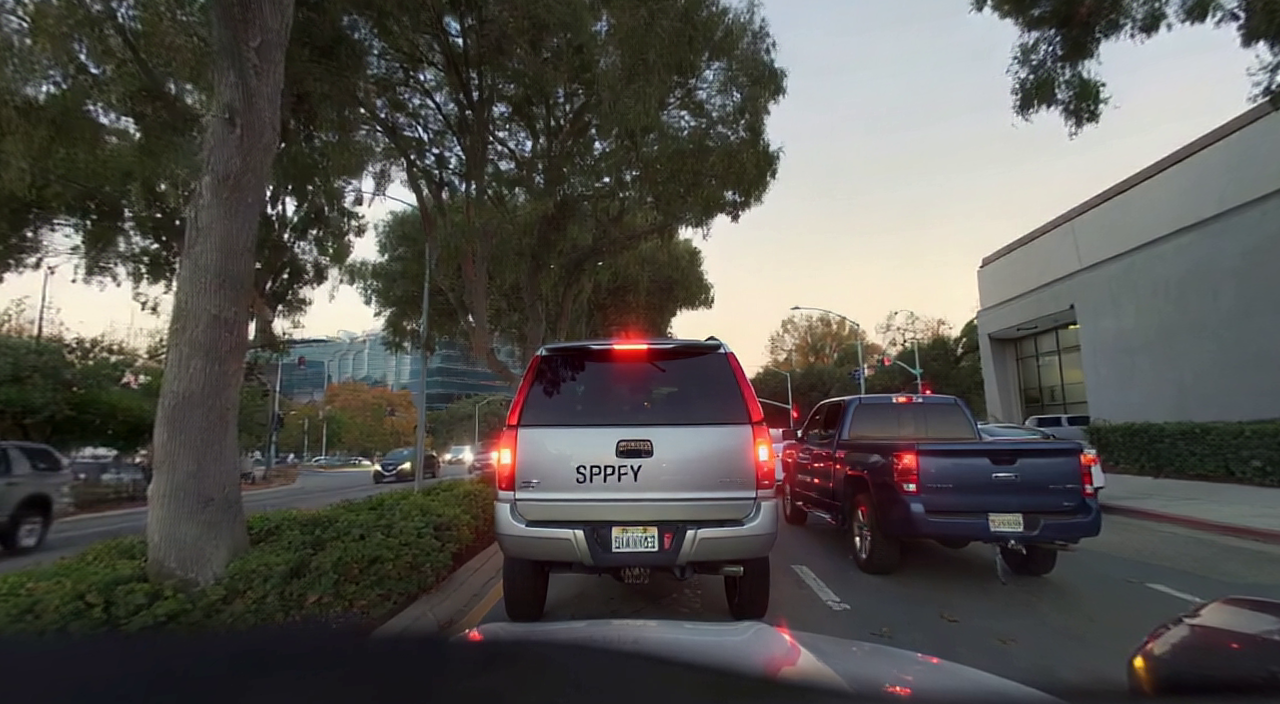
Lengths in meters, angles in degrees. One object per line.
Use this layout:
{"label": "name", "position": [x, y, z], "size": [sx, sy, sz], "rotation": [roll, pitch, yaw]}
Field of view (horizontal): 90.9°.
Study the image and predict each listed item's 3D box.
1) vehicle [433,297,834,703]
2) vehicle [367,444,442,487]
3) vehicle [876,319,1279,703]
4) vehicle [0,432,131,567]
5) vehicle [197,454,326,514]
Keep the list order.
{"label": "vehicle", "position": [0.017, 1.161, 5.887], "size": [2.267, 2.372, 4.366], "rotation": [0, -8, 2]}
{"label": "vehicle", "position": [-12.364, 5.967, 33.472], "size": [2.111, 1.917, 4.758], "rotation": [-5, -9, 1]}
{"label": "vehicle", "position": [3.084, 0.985, 3.486], "size": [2.022, 1.700, 4.410], "rotation": [0, -8, 3]}
{"label": "vehicle", "position": [-10.959, 2.253, 9.248], "size": [2.362, 2.052, 6.109], "rotation": [-2, -8, -6]}
{"label": "vehicle", "position": [-16.113, 5.577, 27.224], "size": [2.637, 2.293, 4.494], "rotation": [0, -8, 1]}
